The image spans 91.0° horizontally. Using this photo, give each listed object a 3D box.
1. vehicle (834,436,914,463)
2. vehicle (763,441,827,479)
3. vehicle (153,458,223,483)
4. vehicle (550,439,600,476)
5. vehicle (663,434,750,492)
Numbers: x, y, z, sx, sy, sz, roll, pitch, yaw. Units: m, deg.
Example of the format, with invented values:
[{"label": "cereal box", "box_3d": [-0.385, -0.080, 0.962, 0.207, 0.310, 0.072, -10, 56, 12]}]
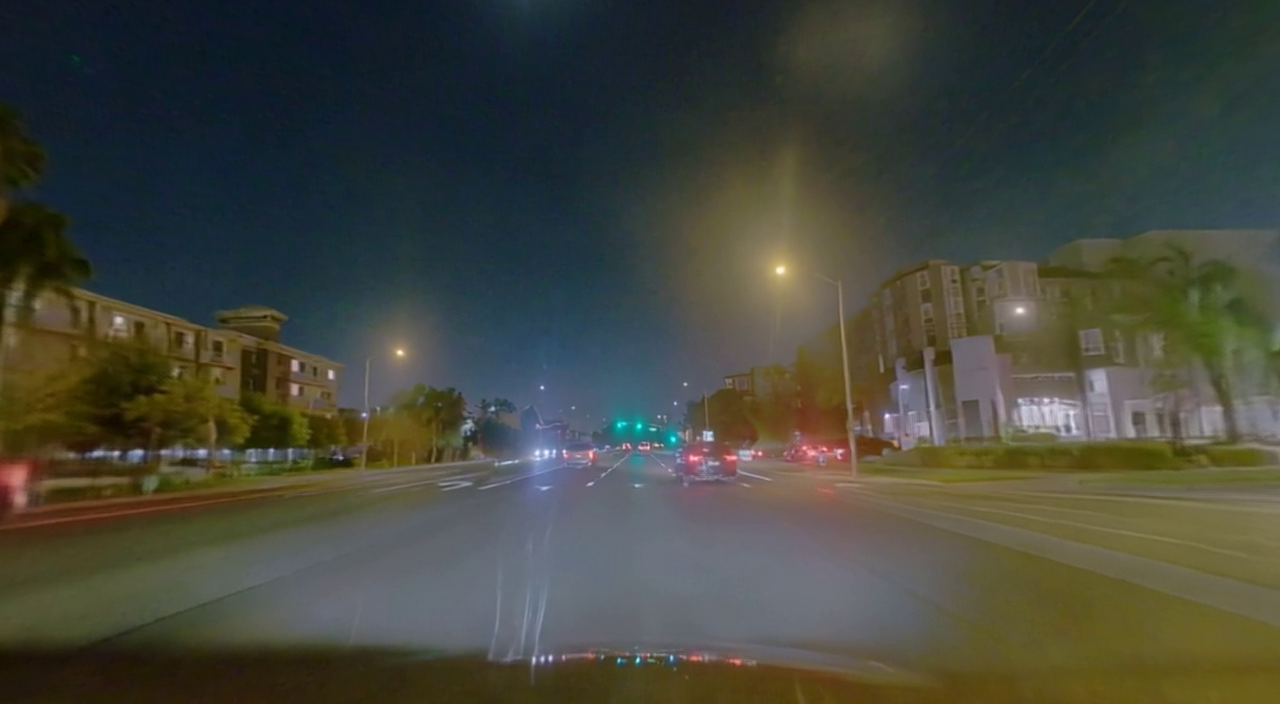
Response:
[{"label": "vehicle", "box_3d": [15.328, 6.425, 41.426, 4.489, 1.557, 1.792, -2, -9, 2]}, {"label": "vehicle", "box_3d": [7.615, 5.325, 31.351, 2.012, 1.737, 4.129, 0, -8, -2]}, {"label": "vehicle", "box_3d": [-30.103, 7.862, 42.048, 1.823, 1.477, 3.984, 0, -8, -2]}, {"label": "vehicle", "box_3d": [-3.267, 5.426, 32.628, 2.084, 1.735, 4.528, 0, -8, 1]}, {"label": "vehicle", "box_3d": [2.033, 3.554, 20.486, 2.084, 1.682, 4.148, 1, -8, -4]}]
